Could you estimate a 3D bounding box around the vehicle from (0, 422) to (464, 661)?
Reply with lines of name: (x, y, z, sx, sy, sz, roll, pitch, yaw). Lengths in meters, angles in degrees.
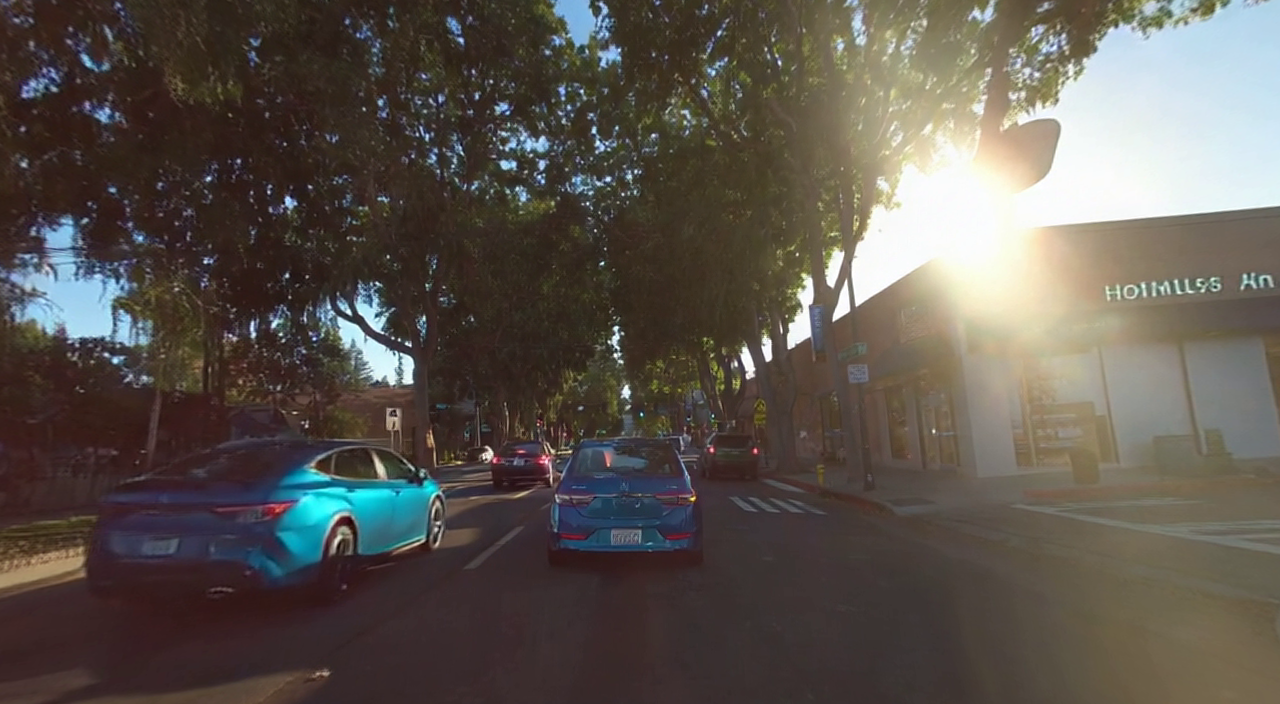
vehicle: (-3.405, 1.505, 6.172, 2.029, 1.456, 4.414, 0, -9, 1)

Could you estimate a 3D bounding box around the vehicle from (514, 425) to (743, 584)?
vehicle: (-0.119, 1.747, 8.040, 2.160, 1.482, 4.037, 0, -9, 0)
